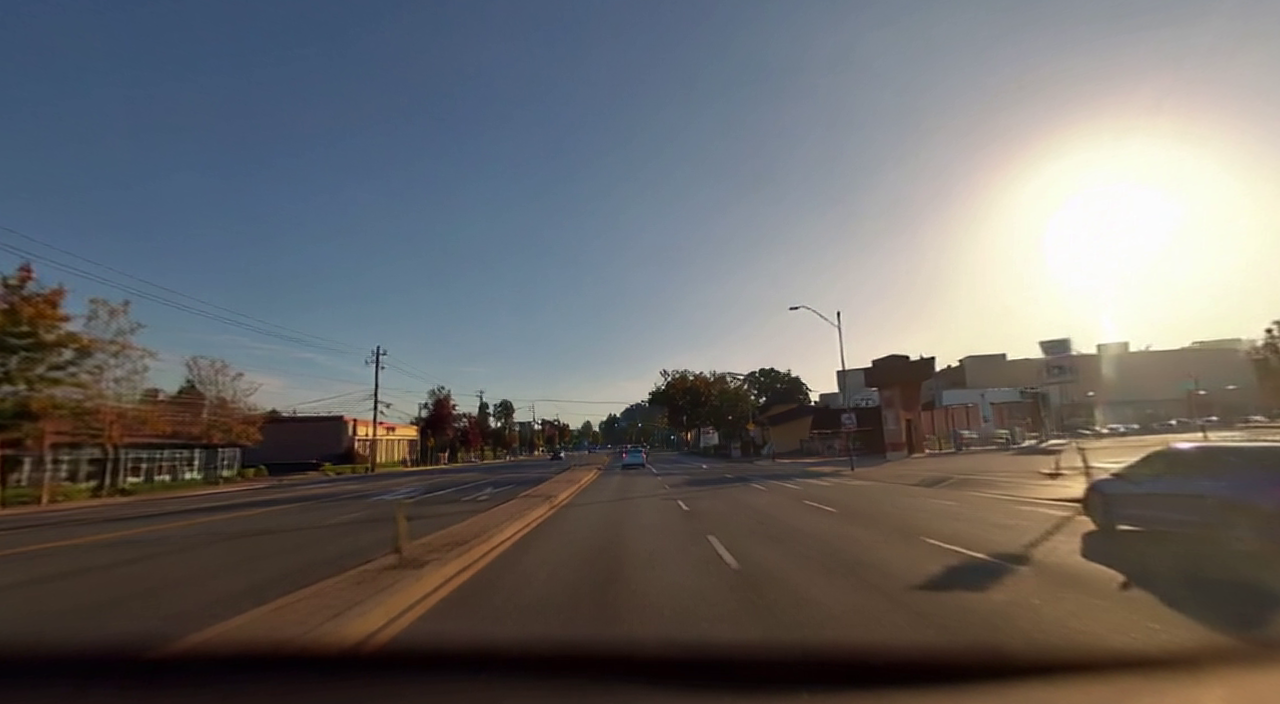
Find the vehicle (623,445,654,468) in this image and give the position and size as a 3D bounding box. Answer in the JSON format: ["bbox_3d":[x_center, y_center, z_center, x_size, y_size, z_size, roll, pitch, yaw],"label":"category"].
[{"bbox_3d":[-0.144,7.100,43.117,2.027,1.494,3.942,0,-8,-1],"label":"vehicle"}]

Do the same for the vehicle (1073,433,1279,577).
[{"bbox_3d":[7.543,1.740,7.604,1.849,1.464,4.119,0,-8,2],"label":"vehicle"}]
